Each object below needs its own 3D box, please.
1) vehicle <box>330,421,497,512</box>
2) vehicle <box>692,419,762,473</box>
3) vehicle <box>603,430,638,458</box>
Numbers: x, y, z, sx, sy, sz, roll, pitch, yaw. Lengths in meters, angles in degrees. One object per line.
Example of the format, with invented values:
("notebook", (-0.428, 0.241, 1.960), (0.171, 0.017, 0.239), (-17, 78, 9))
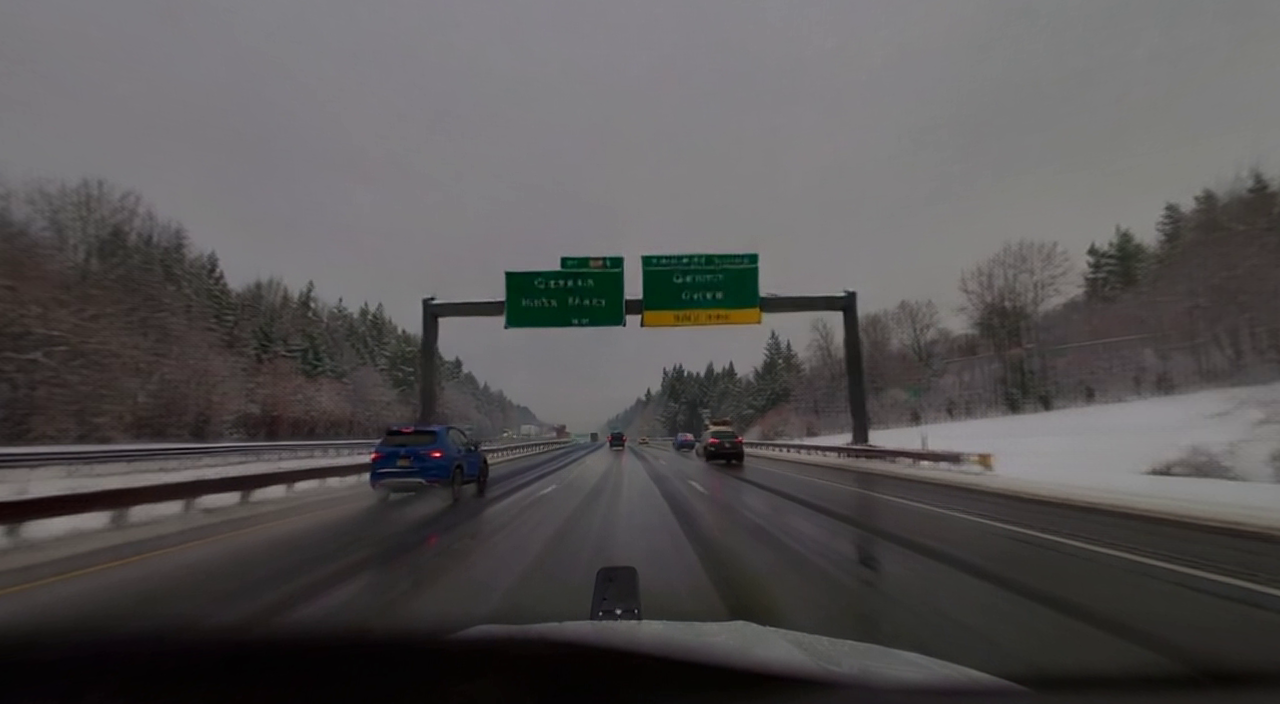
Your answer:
("vehicle", (-4.521, 2.319, 13.375), (2.100, 1.590, 4.077), (0, -7, -1))
("vehicle", (3.240, 3.575, 24.128), (1.976, 1.905, 3.263), (0, -8, -4))
("vehicle", (-1.317, 5.970, 41.028), (2.159, 1.690, 3.720), (0, -8, -3))
